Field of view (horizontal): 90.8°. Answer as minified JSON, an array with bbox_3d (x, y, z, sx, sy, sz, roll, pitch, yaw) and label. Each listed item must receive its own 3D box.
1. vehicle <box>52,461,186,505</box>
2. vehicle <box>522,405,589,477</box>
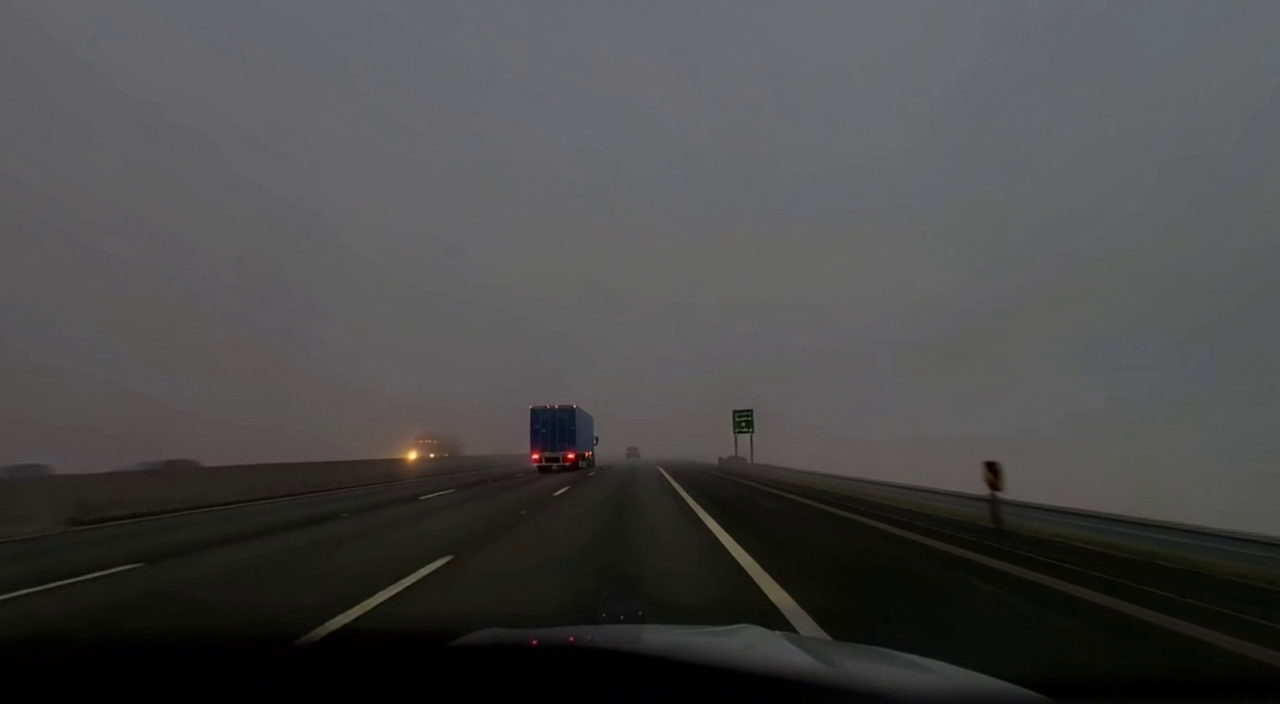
[{"bbox_3d":[-19.899,4.987,24.355,1.712,1.416,3.996,0,-9,1],"label":"vehicle"},{"bbox_3d":[-4.442,4.931,34.719,2.707,3.461,7.191,0,-9,0],"label":"vehicle"}]
